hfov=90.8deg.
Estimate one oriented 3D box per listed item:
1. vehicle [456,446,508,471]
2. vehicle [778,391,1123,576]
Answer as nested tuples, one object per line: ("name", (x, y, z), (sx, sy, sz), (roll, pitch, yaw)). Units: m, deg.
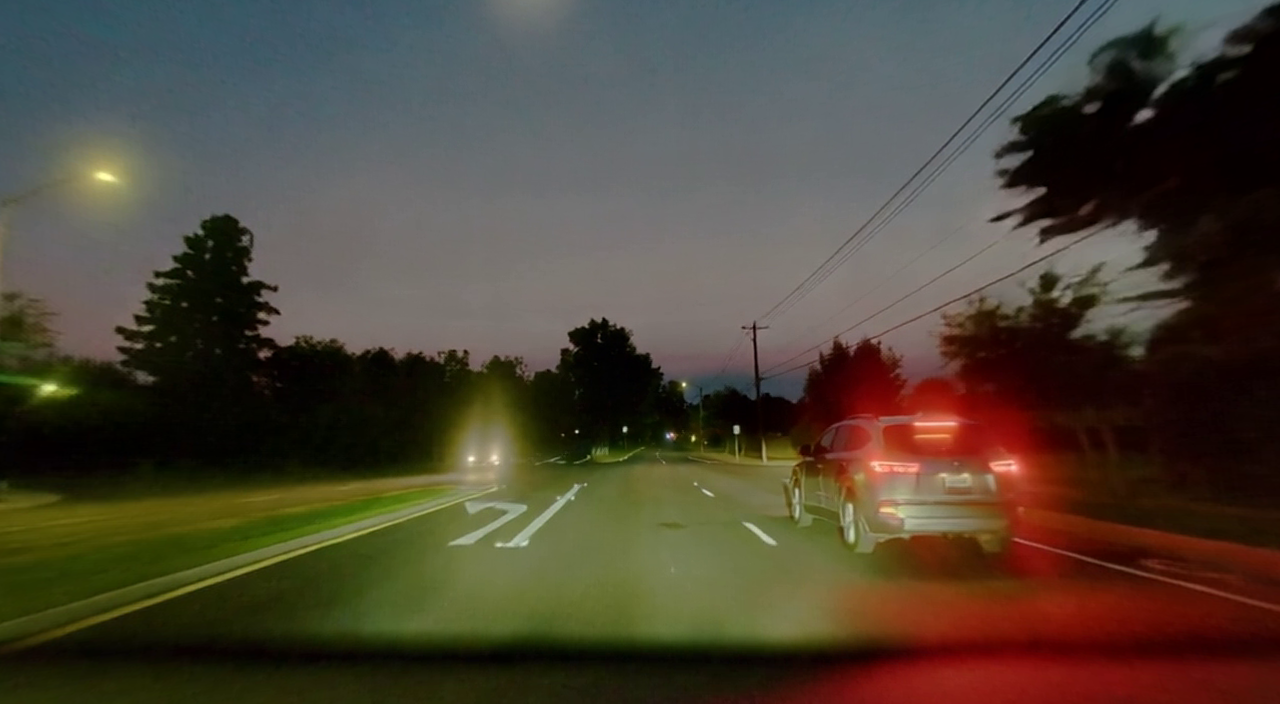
("vehicle", (-10.053, 6.812, 40.628), (1.990, 1.521, 4.879), (0, -9, 1))
("vehicle", (3.541, 1.630, 8.575), (2.193, 1.777, 4.772), (0, -9, -1))
